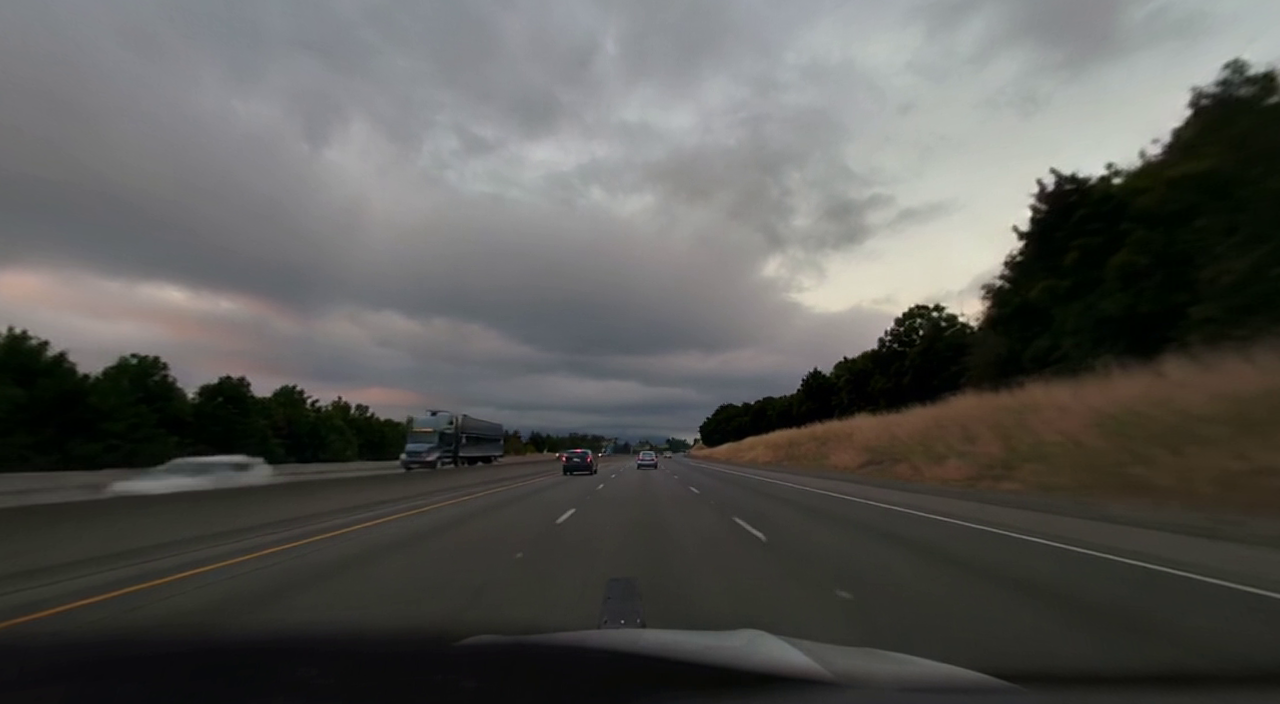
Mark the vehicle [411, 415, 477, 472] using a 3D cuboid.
[{"bbox_3d":[-14.870,7.021,48.332,2.994,4.041,5.835,0,-9,0],"label":"vehicle"}]

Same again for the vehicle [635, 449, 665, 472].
[{"bbox_3d":[0.693,7.826,45.604,2.036,1.519,4.225,0,-9,0],"label":"vehicle"}]

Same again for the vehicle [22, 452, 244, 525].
[{"bbox_3d":[-11.526,3.084,14.780,1.817,1.439,4.056,0,-9,0],"label":"vehicle"}]

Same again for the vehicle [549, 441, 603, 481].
[{"bbox_3d":[-3.055,5.309,30.880,2.143,1.770,4.283,0,-9,1],"label":"vehicle"}]
